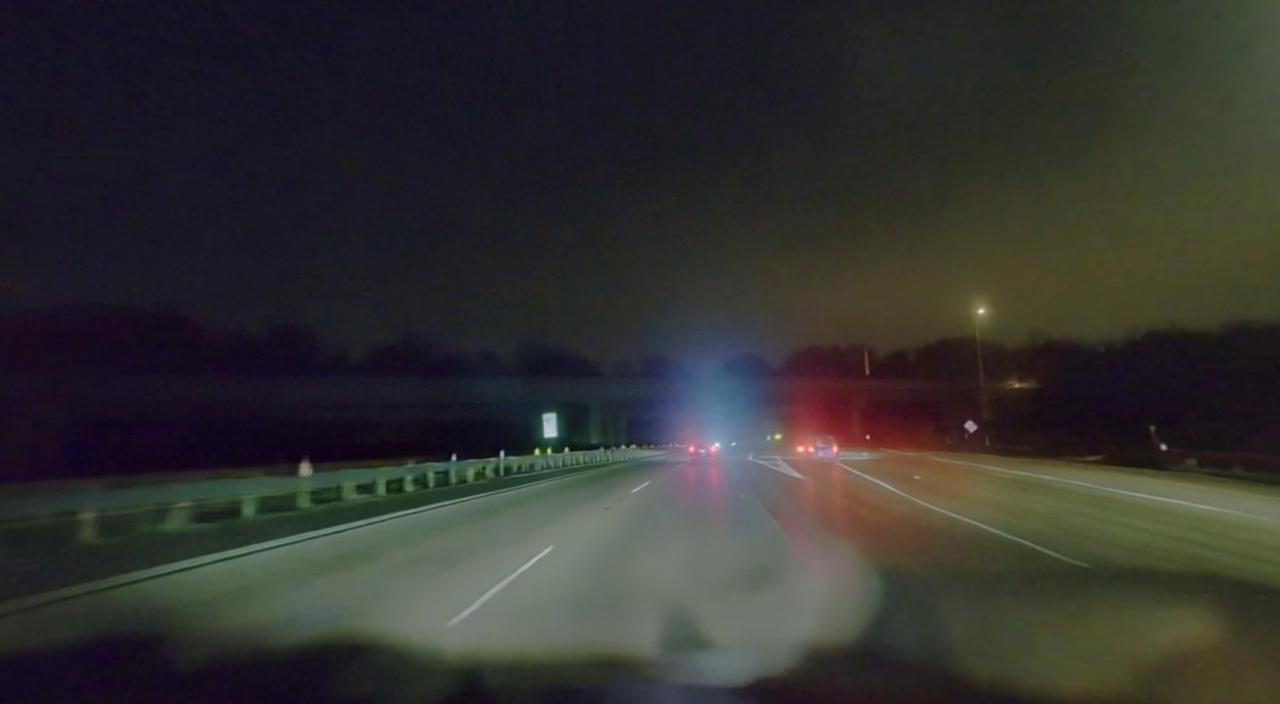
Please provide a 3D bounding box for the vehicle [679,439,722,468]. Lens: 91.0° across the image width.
[{"bbox_3d":[3.328,5.431,33.940,2.028,1.440,3.970,-2,-8,9],"label":"vehicle"}]
